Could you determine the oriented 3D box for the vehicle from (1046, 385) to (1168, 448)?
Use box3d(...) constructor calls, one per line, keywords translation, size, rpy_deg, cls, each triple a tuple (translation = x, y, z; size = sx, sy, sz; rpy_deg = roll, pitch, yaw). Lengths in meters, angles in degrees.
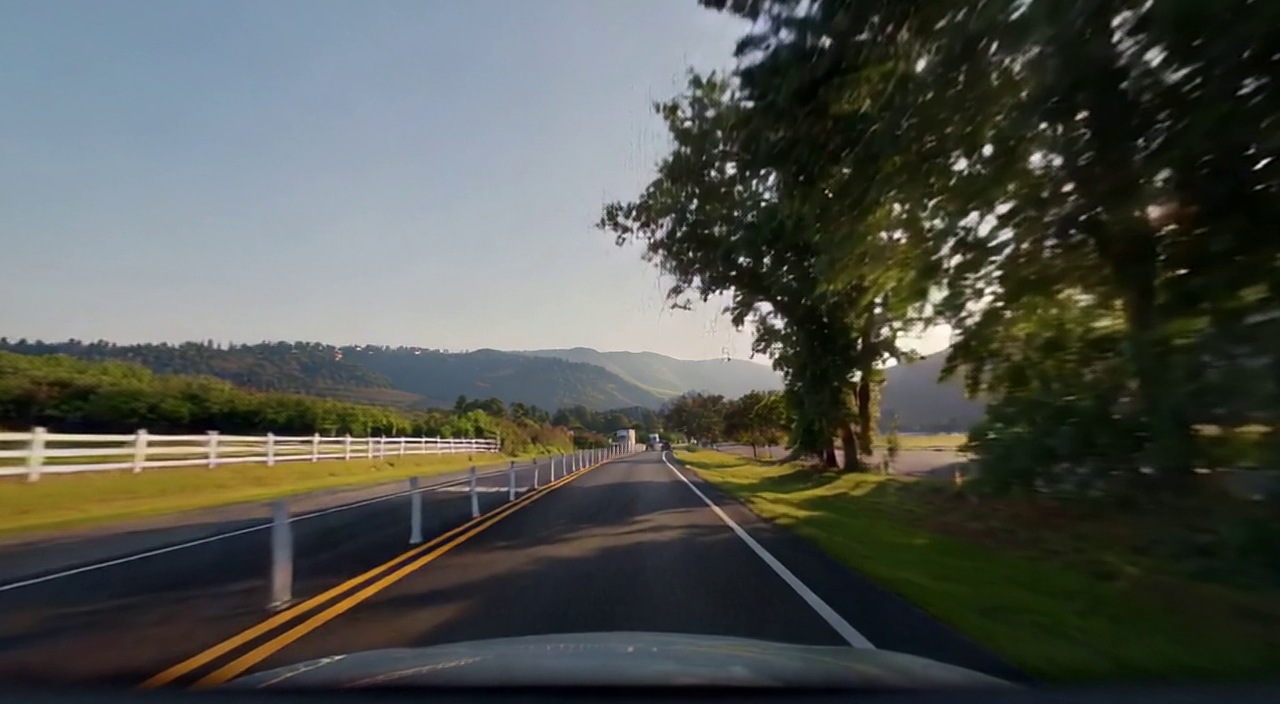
box3d(translation=(24.857, 3.553, 33.831), size=(4.691, 3.097, 3.036), rpy_deg=(-5, -9, 30), cls="vehicle")
